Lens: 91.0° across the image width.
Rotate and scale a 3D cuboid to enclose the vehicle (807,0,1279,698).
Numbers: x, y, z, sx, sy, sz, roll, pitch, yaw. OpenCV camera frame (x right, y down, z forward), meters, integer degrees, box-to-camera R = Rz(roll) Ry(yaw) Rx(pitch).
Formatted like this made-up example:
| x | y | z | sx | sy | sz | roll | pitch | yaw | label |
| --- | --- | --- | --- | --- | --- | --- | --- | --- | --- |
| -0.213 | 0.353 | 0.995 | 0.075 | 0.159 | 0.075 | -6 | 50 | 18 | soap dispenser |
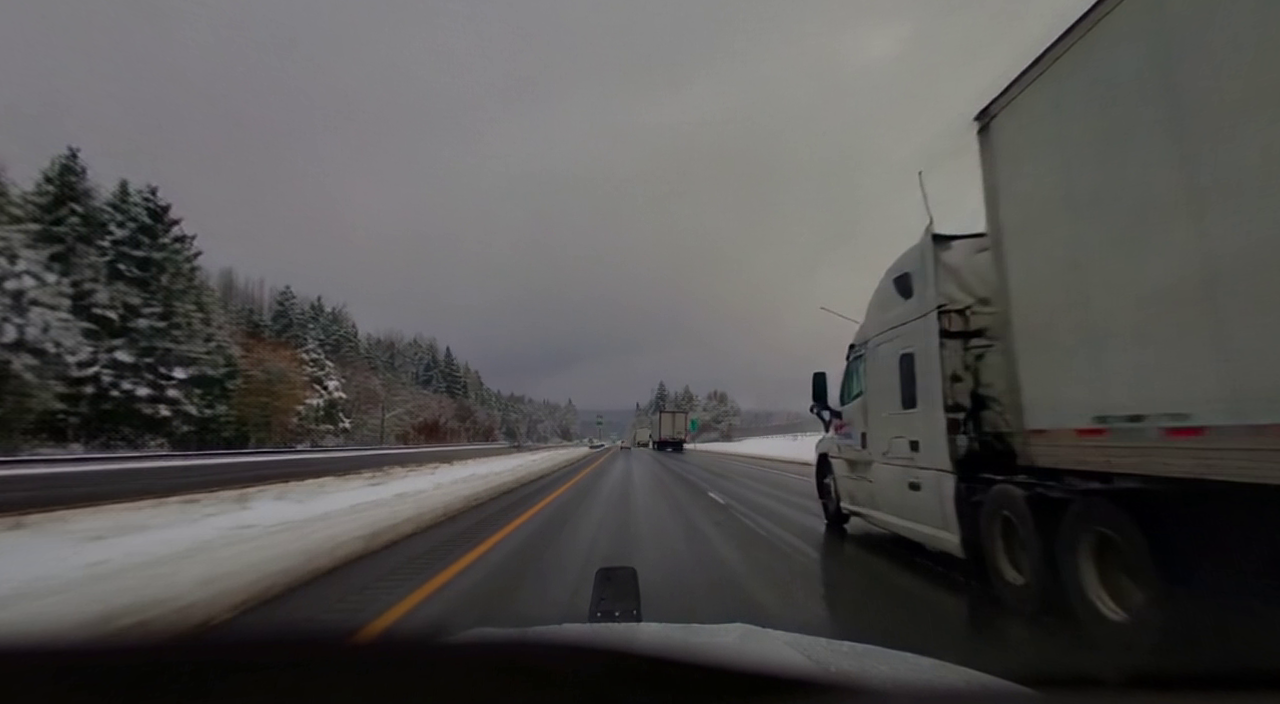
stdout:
| x | y | z | sx | sy | sz | roll | pitch | yaw | label |
| --- | --- | --- | --- | --- | --- | --- | --- | --- | --- |
| 4.181 | 0.223 | 6.496 | 3.073 | 3.927 | 6.116 | 0 | -8 | -1 | vehicle |
